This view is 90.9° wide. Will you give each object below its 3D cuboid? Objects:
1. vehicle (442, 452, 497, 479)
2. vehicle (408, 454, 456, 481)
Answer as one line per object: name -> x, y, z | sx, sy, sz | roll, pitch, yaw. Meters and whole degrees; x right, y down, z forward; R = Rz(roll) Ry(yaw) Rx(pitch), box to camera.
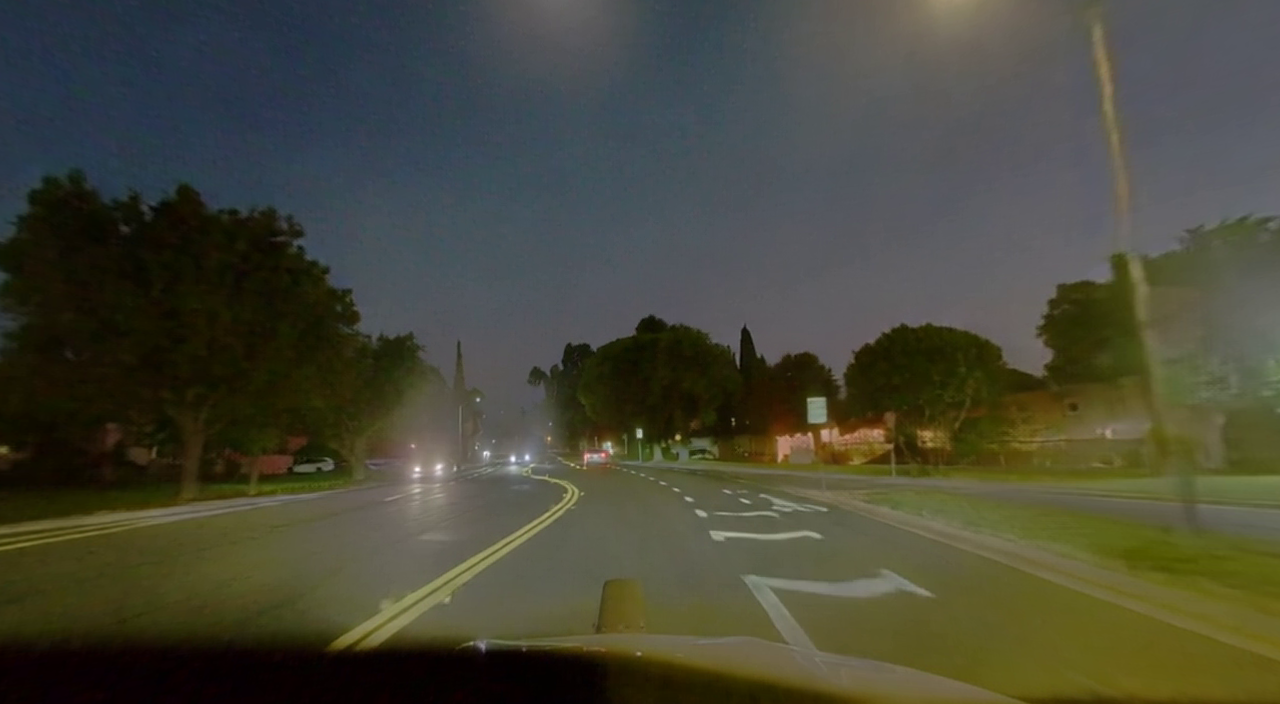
vehicle -> -10.509, 6.987, 39.149 | 1.979, 1.503, 4.678 | -1, -8, 2
vehicle -> -14.109, 7.835, 43.077 | 1.881, 1.655, 4.177 | 0, -8, -1
